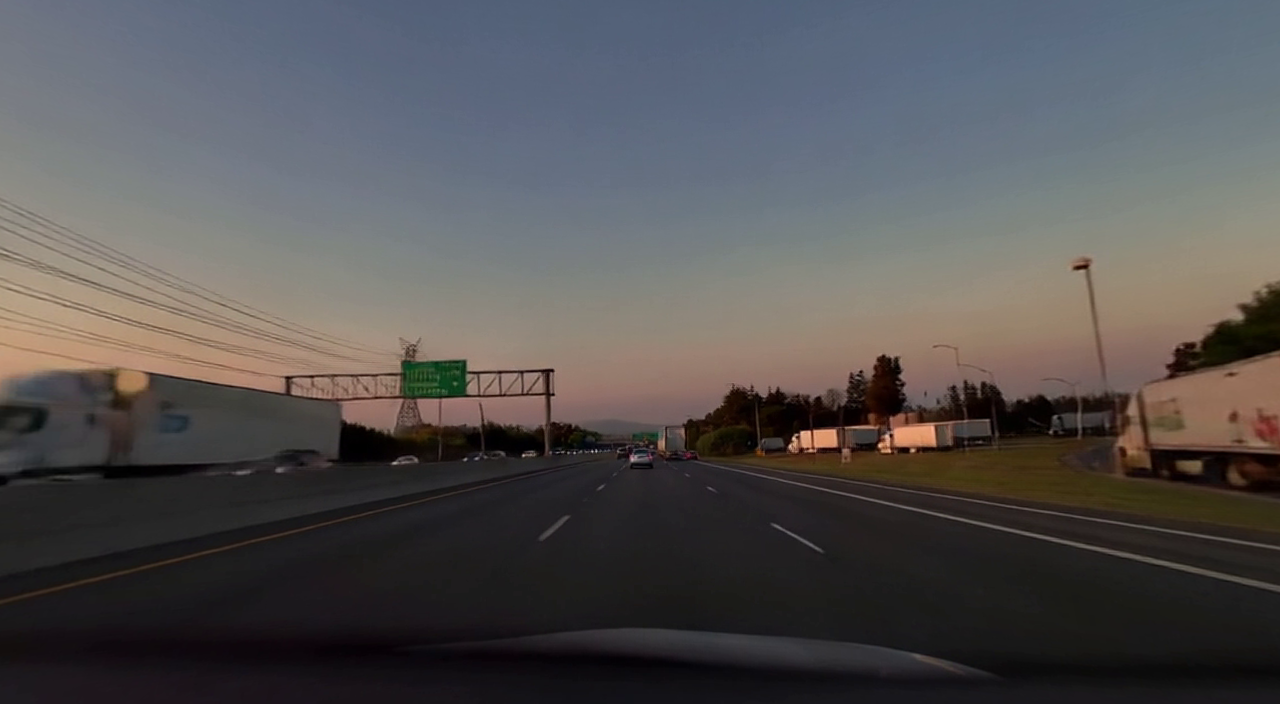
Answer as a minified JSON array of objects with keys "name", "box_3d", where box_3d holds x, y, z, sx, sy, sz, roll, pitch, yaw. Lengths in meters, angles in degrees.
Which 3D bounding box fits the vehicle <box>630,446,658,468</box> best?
[{"name":"vehicle","box_3d":[0.323,8.017,48.220,2.111,1.599,3.859,0,-9,1]}]

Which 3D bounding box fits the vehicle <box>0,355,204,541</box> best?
[{"name":"vehicle","box_3d":[-15.513,2.563,16.796,2.996,4.046,6.372,0,-9,0]}]
